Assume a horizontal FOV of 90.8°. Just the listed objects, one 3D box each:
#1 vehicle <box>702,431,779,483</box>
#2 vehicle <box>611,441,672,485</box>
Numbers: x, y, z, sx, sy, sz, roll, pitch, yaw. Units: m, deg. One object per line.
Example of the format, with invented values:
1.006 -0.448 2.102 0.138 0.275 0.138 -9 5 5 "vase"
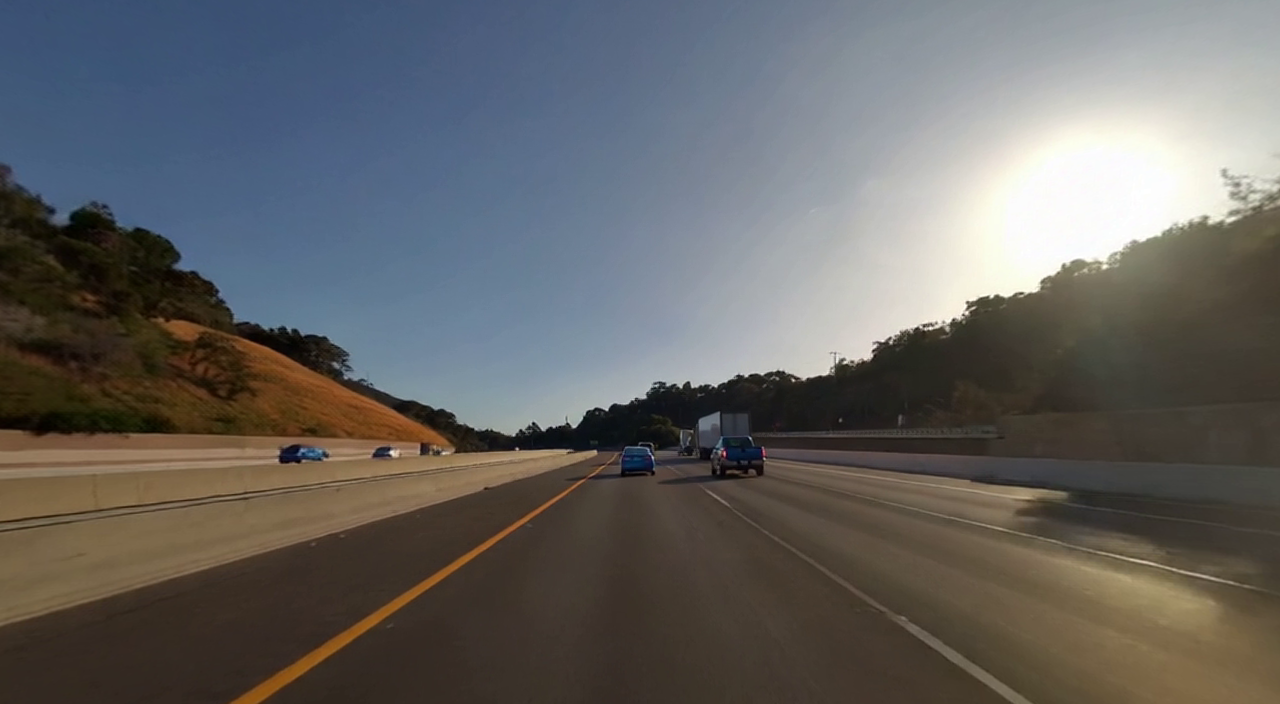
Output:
3.742 4.029 24.405 2.098 1.794 4.561 0 -9 -2 "vehicle"
0.013 4.088 23.607 2.083 1.477 3.965 0 -9 -1 "vehicle"
